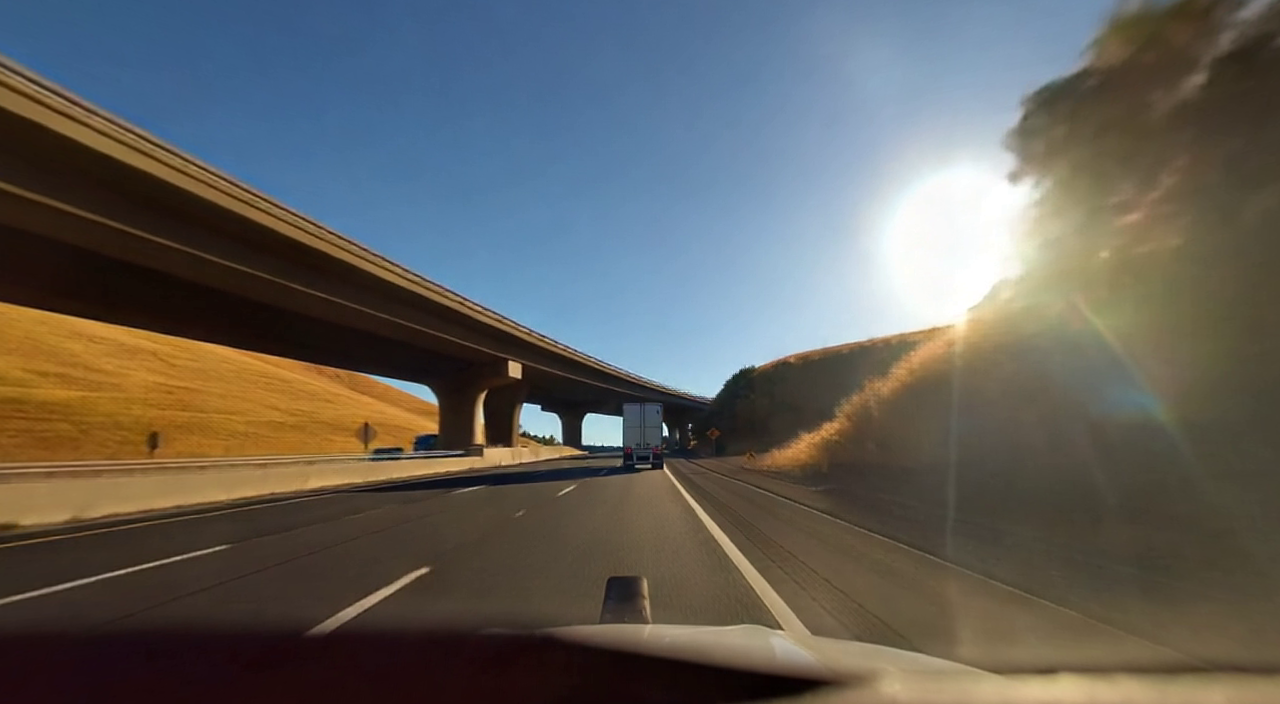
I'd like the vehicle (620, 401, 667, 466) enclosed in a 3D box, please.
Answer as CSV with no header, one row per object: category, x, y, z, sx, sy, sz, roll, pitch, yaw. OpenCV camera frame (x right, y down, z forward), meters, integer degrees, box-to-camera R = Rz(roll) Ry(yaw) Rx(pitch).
vehicle,0.163,5.839,44.451,2.866,4.014,11.261,0,-8,0
